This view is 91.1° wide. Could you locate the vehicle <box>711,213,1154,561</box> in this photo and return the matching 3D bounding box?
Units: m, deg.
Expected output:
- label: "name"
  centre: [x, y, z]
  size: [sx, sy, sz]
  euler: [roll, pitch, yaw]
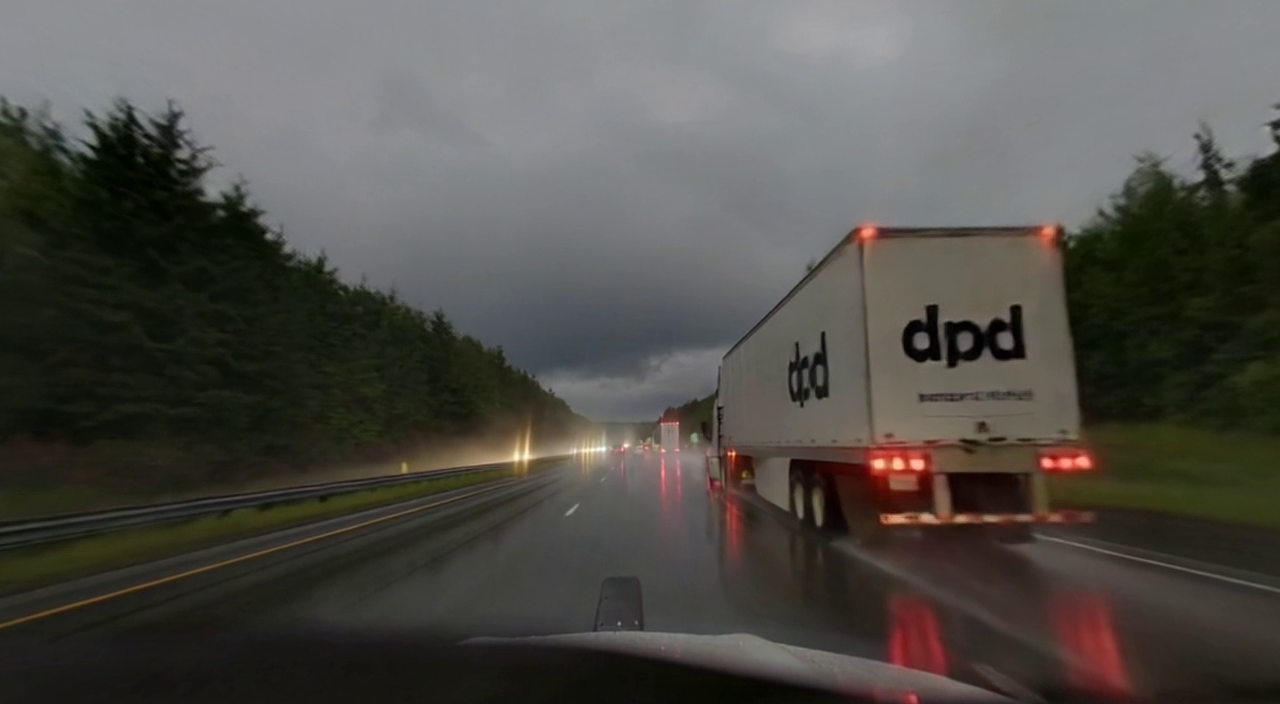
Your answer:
- label: "vehicle"
  centre: [4.053, 1.394, 14.191]
  size: [2.973, 4.007, 14.076]
  euler: [0, -9, -1]
